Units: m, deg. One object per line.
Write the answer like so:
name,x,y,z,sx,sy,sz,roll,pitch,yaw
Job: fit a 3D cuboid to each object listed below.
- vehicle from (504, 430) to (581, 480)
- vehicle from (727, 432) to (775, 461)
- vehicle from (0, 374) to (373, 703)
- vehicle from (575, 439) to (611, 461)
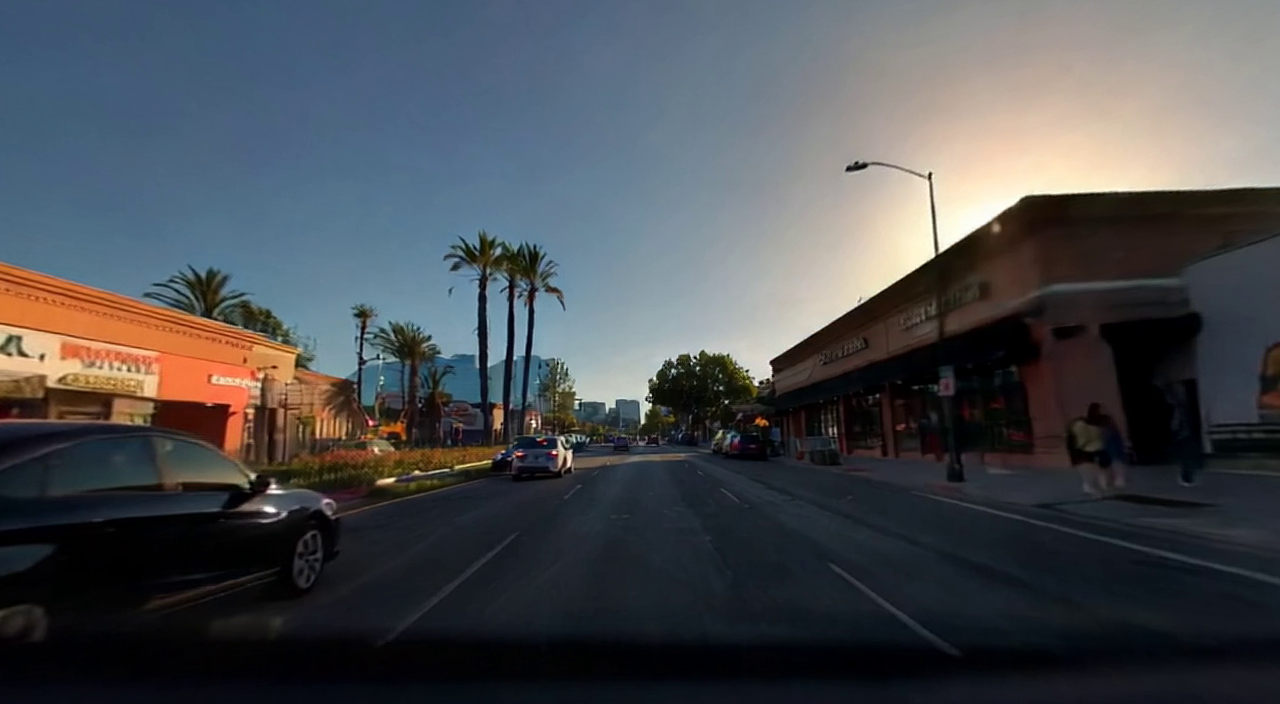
vehicle,-3.382,3.680,22.690,2.024,1.636,4.121,0,-9,1
vehicle,7.761,6.701,44.660,2.256,1.936,5.838,0,-9,0
vehicle,-3.538,1.014,3.578,2.032,1.511,4.424,0,-9,1
vehicle,-3.204,6.807,43.855,2.044,1.462,4.624,0,-9,1
